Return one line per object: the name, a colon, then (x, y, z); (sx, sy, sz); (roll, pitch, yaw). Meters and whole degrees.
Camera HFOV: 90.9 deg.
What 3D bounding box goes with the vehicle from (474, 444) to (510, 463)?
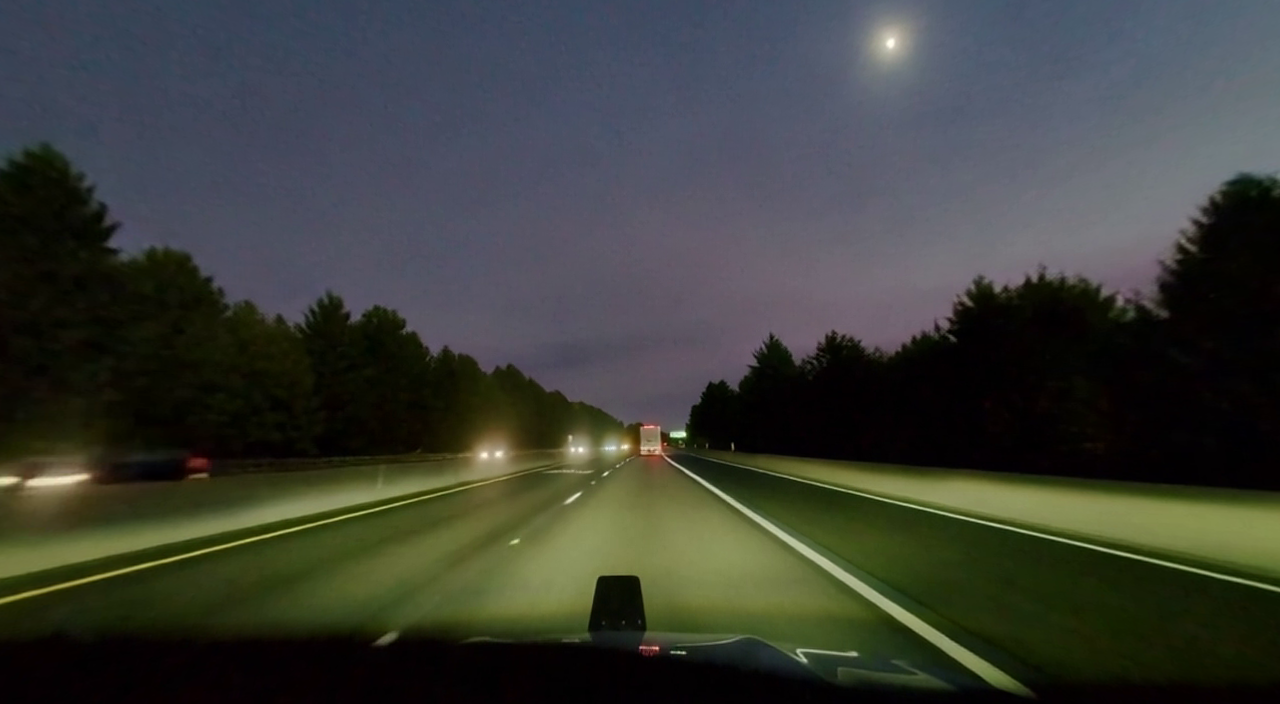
vehicle: (-11.459, 7.887, 48.992); (1.761, 1.451, 3.782); (0, -9, 1)
